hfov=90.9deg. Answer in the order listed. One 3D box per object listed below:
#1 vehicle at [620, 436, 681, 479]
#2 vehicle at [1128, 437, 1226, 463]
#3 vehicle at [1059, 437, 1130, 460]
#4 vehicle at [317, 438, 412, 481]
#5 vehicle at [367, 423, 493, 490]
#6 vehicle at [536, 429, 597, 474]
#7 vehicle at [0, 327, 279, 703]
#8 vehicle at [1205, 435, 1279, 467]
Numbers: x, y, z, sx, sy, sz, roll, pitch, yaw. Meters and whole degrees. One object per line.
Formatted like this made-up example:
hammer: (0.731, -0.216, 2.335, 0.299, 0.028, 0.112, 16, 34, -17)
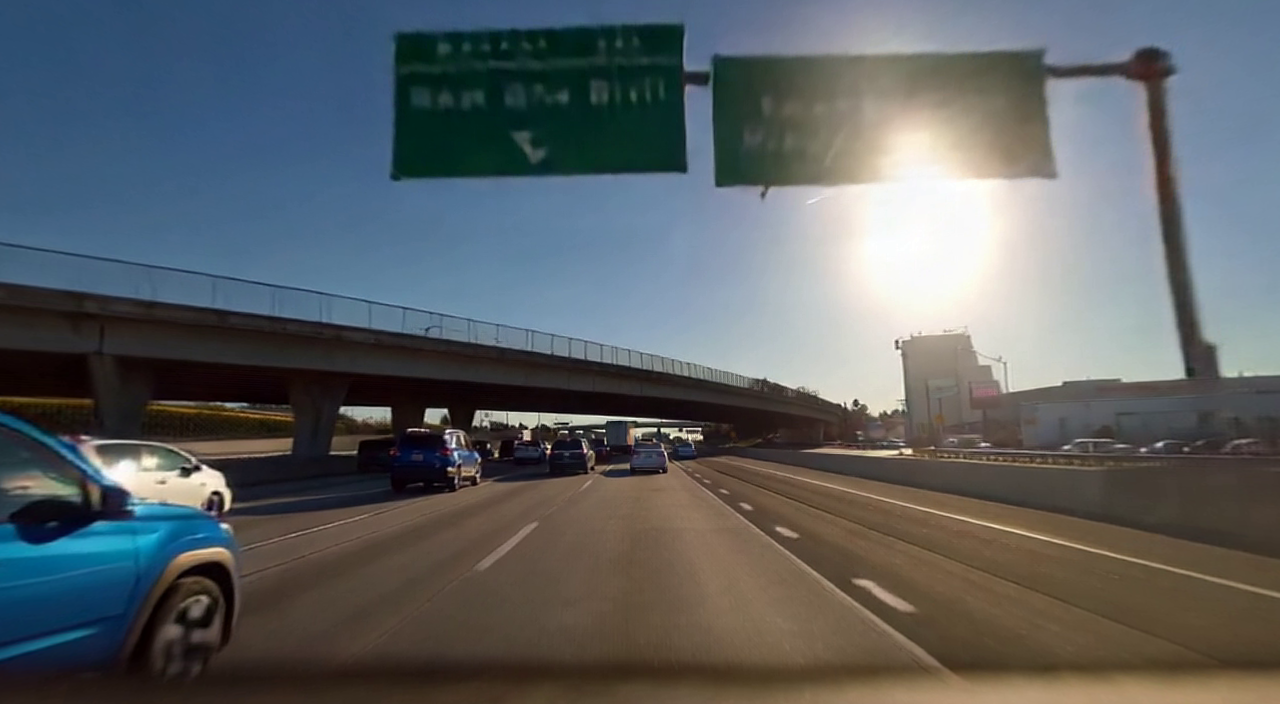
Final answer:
vehicle: (0.370, 3.913, 23.654, 2.090, 1.474, 3.970, 0, -8, 1)
vehicle: (30.511, 5.600, 36.017, 1.598, 1.384, 4.580, 0, -8, 1)
vehicle: (30.524, 6.480, 42.504, 1.656, 1.442, 4.167, 0, -8, 1)
vehicle: (-9.910, 3.882, 23.007, 1.774, 1.408, 3.917, 0, -8, -2)
vehicle: (-6.234, 3.171, 19.454, 2.125, 1.804, 4.864, 0, -8, 1)
vehicle: (-3.020, 4.214, 26.881, 2.007, 1.730, 4.412, 0, -8, 1)
vehicle: (-3.199, 0.673, 1.550, 1.961, 1.687, 4.453, 0, -8, 0)
vehicle: (30.405, 4.803, 30.756, 1.722, 1.461, 4.302, 0, -8, 1)
